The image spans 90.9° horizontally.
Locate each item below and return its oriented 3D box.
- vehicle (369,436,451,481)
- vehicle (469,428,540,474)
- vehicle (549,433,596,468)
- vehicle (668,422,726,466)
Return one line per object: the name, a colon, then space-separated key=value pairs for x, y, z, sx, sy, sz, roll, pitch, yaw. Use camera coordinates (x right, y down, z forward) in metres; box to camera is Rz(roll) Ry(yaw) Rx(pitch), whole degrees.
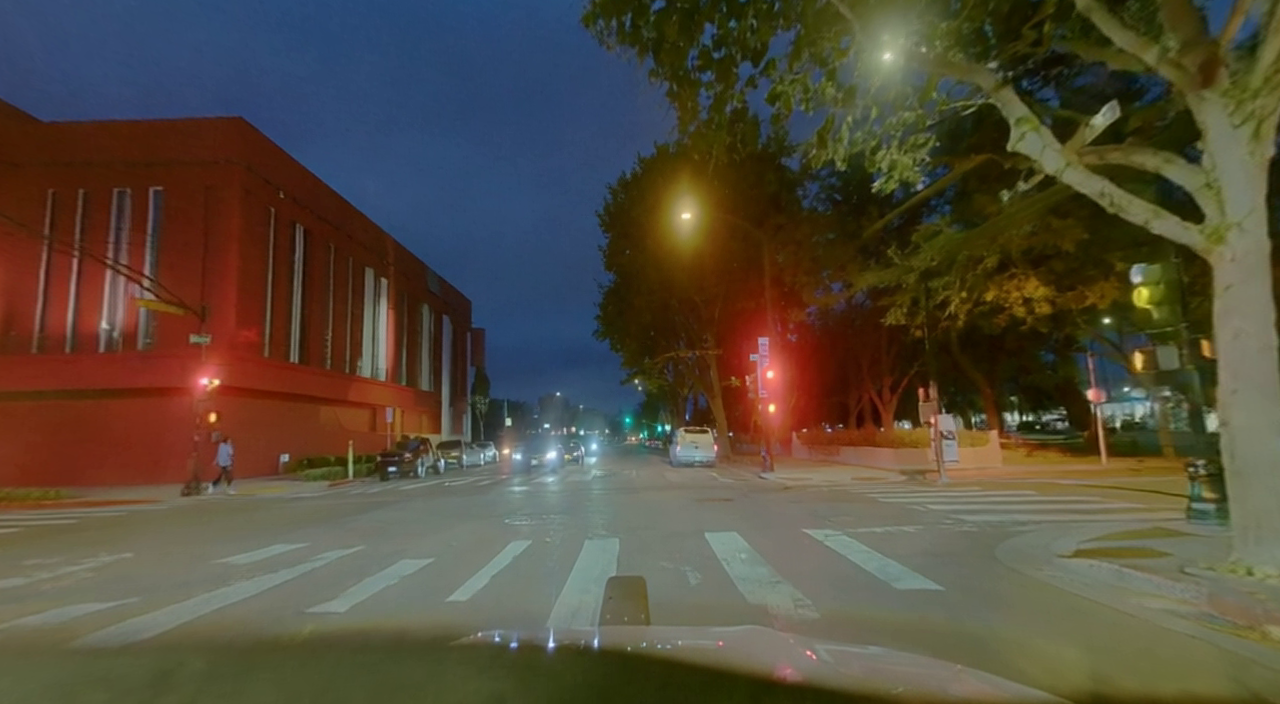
vehicle: x=-9.924 y=4.610 z=27.643 sx=2.216 sy=1.804 sz=4.526 roll=1 pitch=-8 yaw=-5
vehicle: x=-5.997 y=4.461 z=28.551 sx=2.242 sy=1.887 sz=4.924 roll=0 pitch=-8 yaw=-2
vehicle: x=-3.237 y=4.829 z=31.005 sx=2.033 sy=1.596 sz=4.142 roll=0 pitch=-8 yaw=-2
vehicle: x=3.049 y=5.099 z=34.937 sx=2.557 sy=2.188 sz=5.164 roll=0 pitch=-8 yaw=-2
